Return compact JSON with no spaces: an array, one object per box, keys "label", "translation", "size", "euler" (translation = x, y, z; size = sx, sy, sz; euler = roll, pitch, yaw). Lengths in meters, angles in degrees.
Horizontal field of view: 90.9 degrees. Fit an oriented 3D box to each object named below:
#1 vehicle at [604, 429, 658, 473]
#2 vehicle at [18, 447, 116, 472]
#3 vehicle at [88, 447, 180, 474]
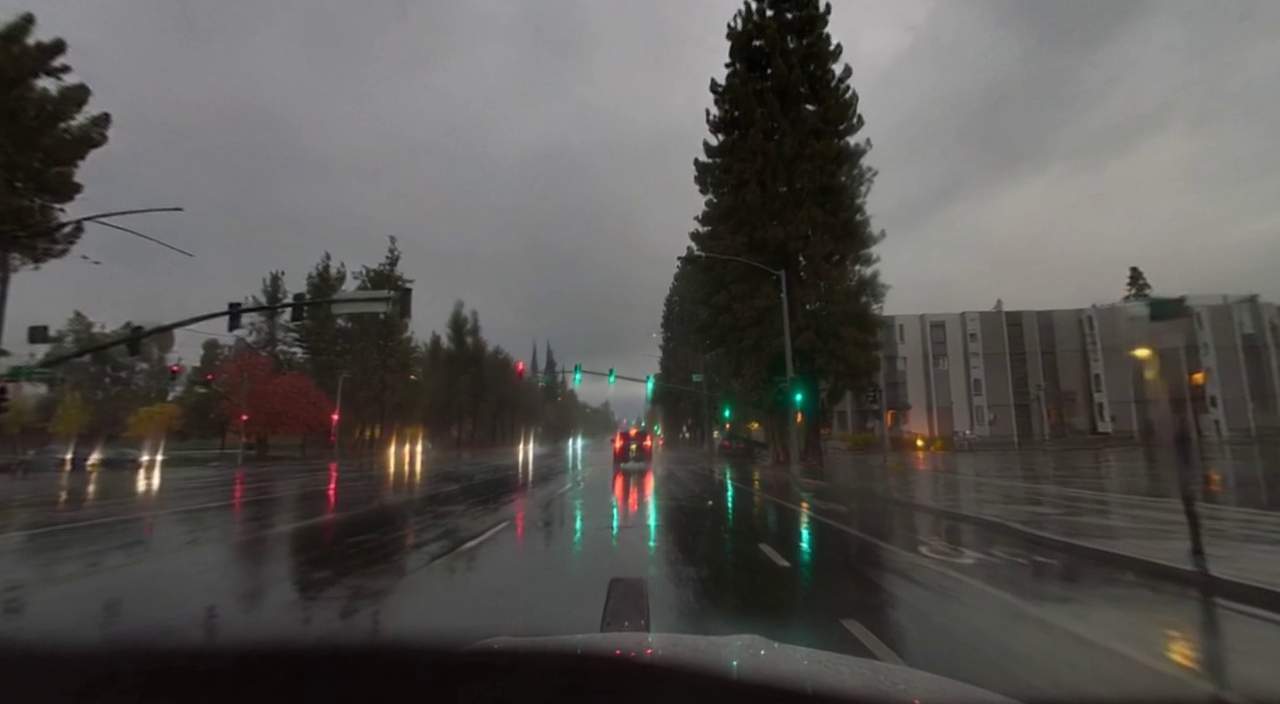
[{"label":"vehicle","translation":[-0.382,4.310,27.590],"size":[2.169,1.751,4.276],"euler":[0,-8,-1]},{"label":"vehicle","translation":[-39.270,7.359,43.257],"size":[4.713,1.693,2.018],"euler":[0,-8,1]},{"label":"vehicle","translation":[-30.592,6.496,38.094],"size":[4.504,1.524,2.226],"euler":[-3,-9,21]}]
